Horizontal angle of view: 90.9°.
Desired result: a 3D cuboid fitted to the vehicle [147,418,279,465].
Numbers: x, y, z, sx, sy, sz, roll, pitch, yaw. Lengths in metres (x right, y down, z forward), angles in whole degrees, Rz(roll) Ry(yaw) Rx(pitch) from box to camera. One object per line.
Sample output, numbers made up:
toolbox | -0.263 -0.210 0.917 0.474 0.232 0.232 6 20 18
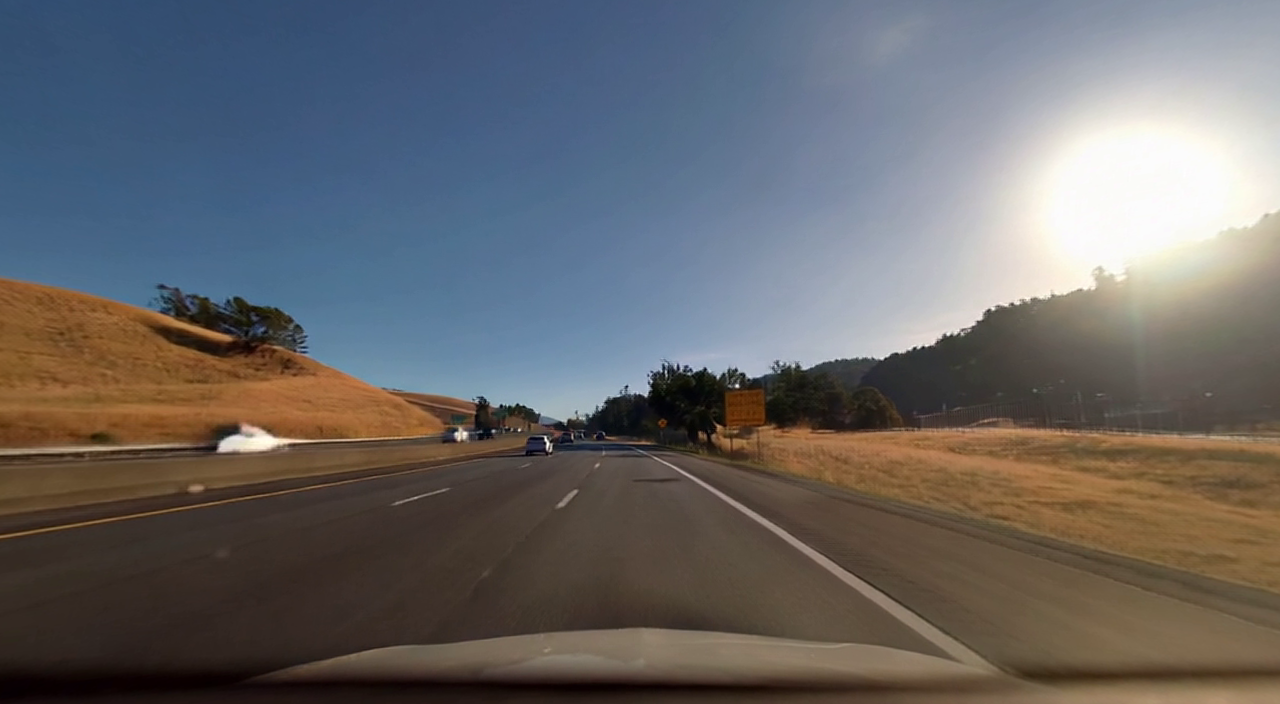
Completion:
vehicle | -17.908 3.821 26.829 2.357 1.800 4.732 0 -8 -1
